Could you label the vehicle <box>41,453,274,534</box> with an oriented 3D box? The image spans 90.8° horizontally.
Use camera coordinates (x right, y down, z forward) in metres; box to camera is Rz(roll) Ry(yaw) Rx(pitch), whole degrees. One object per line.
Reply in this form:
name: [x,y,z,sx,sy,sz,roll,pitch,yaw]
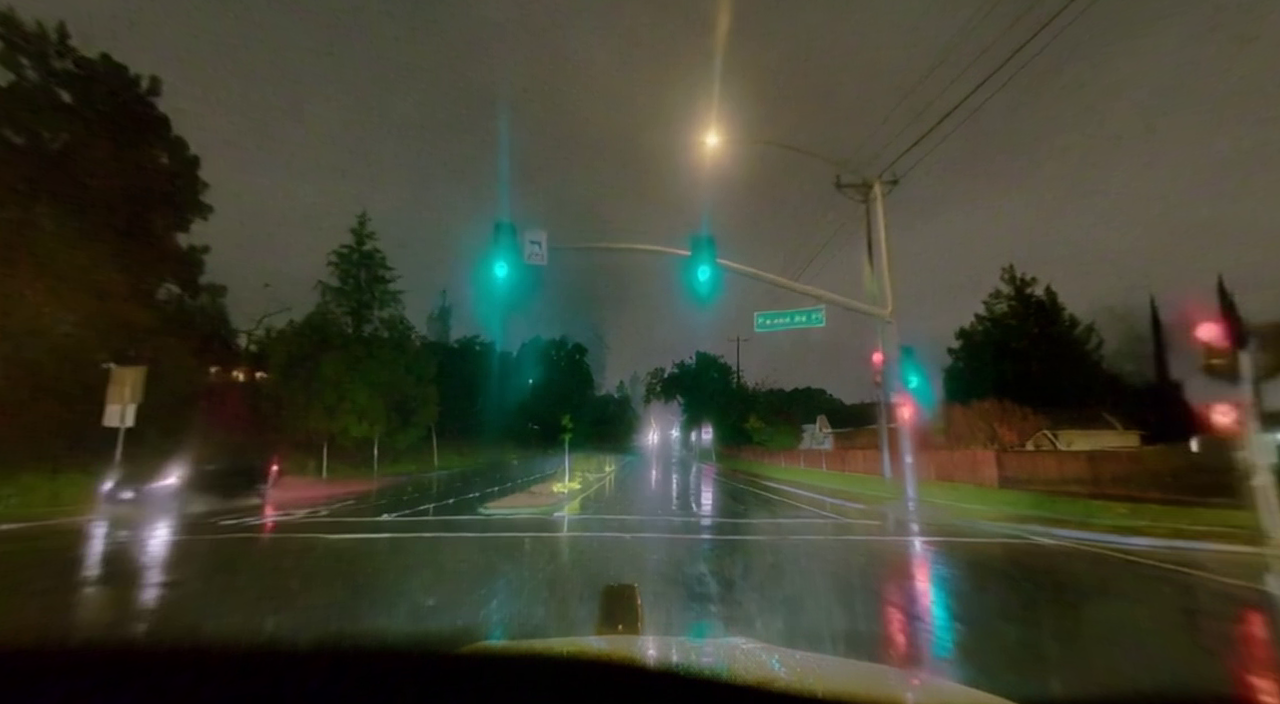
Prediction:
vehicle: [-10.551,3.066,14.341,1.983,1.482,4.190,0,-9,0]
